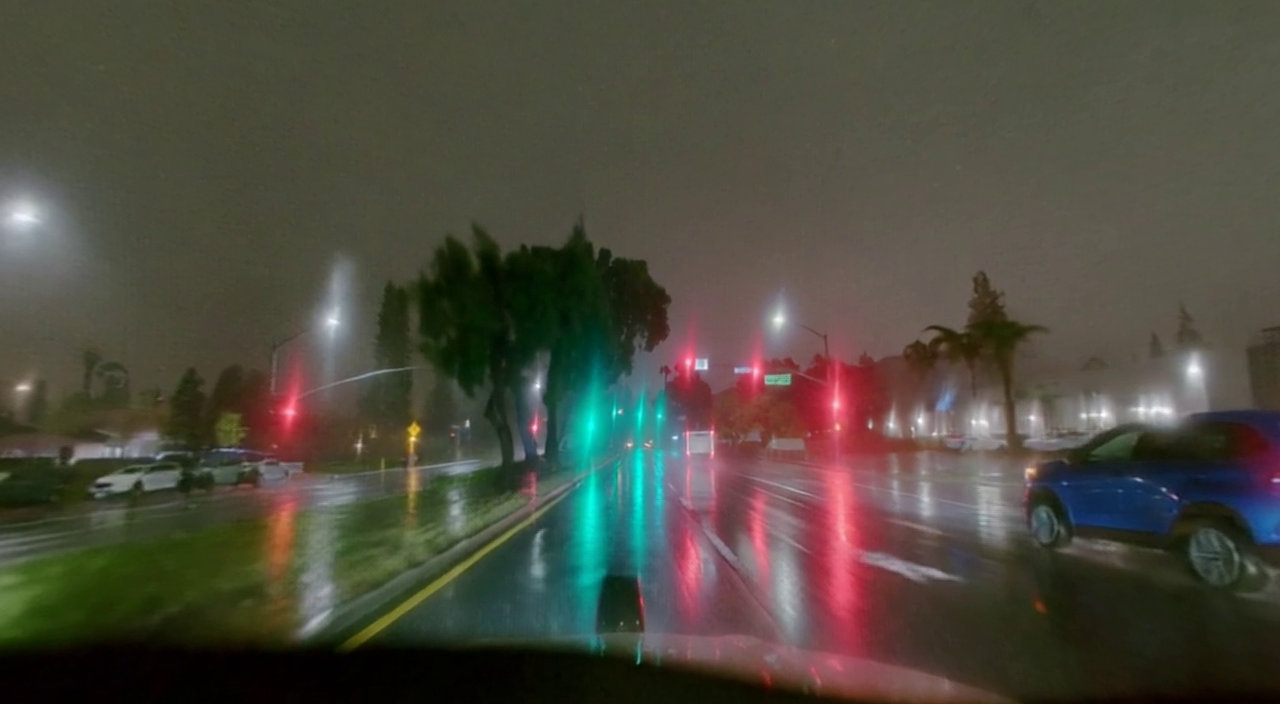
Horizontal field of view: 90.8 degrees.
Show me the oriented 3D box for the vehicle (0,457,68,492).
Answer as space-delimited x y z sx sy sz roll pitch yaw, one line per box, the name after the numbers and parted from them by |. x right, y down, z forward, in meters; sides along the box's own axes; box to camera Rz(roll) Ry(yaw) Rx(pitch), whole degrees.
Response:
-27.977 5.326 27.629 4.052 1.403 1.948 -1 -8 2 | vehicle

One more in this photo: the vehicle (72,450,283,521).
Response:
-11.409 3.268 16.136 1.888 1.480 4.644 0 -8 0 | vehicle

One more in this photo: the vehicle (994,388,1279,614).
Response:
6.019 1.394 6.481 2.012 1.754 4.635 0 -8 -1 | vehicle
